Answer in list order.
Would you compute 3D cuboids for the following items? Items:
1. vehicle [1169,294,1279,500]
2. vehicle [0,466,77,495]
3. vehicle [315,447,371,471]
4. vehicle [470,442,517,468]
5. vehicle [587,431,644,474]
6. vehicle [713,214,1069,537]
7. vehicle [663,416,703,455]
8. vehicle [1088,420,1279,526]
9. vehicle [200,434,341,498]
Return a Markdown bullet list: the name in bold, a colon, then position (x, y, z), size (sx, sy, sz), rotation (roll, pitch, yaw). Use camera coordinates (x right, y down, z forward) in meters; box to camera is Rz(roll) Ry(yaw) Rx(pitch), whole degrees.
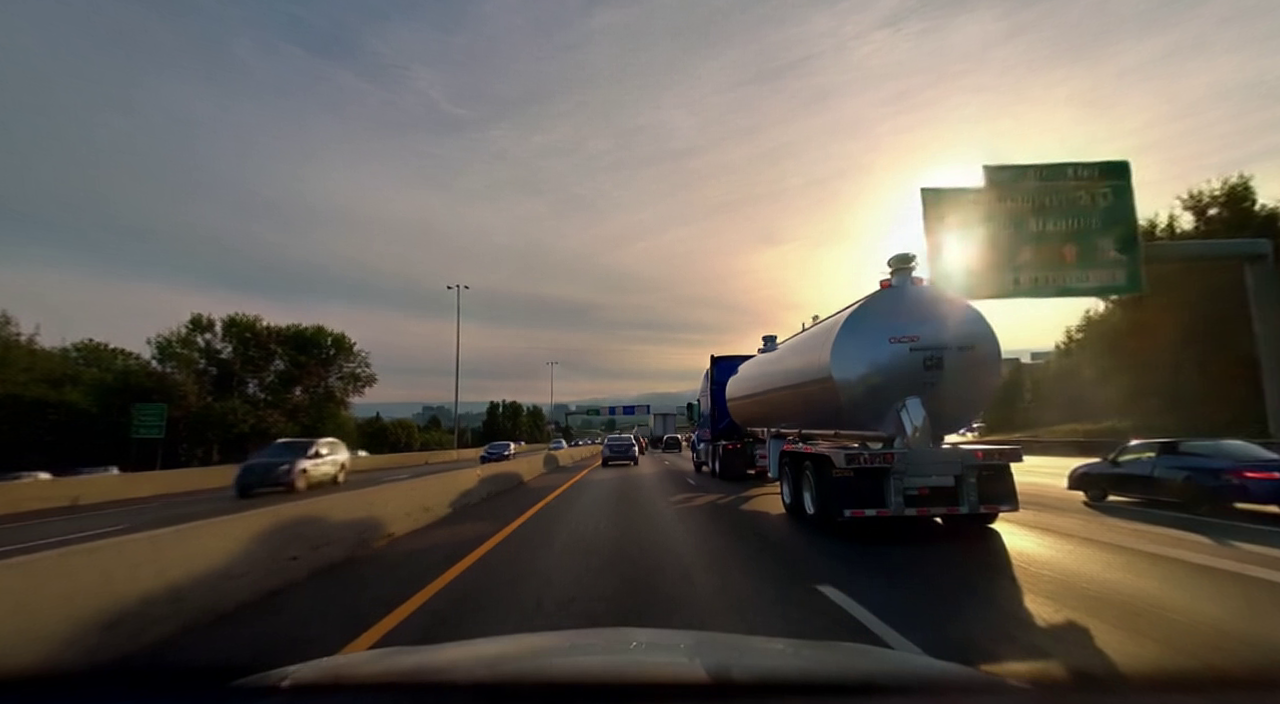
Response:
- **vehicle**: position (14.529, 0.550, 10.093), size (2.878, 4.124, 10.050), rotation (0, -8, -3)
- **vehicle**: position (-38.723, 8.111, 39.953), size (1.846, 1.553, 4.238), rotation (-7, -11, 42)
- **vehicle**: position (-20.315, 7.335, 43.284), size (1.880, 1.476, 4.282), rotation (0, -8, -2)
- **vehicle**: position (-9.254, 6.529, 40.250), size (1.894, 1.483, 4.624), rotation (0, -8, 0)
- **vehicle**: position (-0.896, 3.825, 24.321), size (2.000, 1.510, 3.518), rotation (0, -8, -1)
- **vehicle**: position (3.508, 0.850, 12.221), size (2.826, 3.905, 9.262), rotation (0, -8, -1)
- **vehicle**: position (3.182, 6.304, 47.741), size (2.475, 2.782, 4.986), rotation (0, -8, -3)
- **vehicle**: position (9.840, 1.925, 10.521), size (1.739, 1.471, 3.889), rotation (0, -8, -2)
- **vehicle**: position (-12.562, 3.858, 21.888), size (2.065, 1.948, 4.720), rotation (0, -8, -1)
